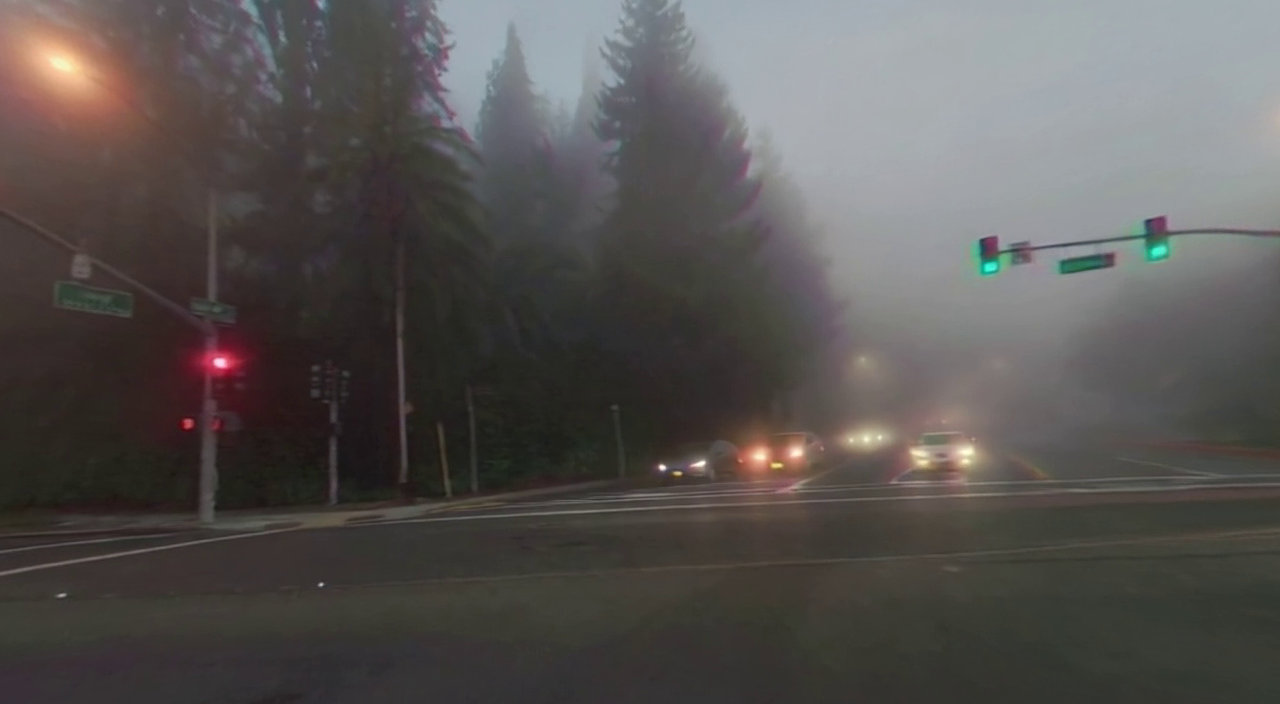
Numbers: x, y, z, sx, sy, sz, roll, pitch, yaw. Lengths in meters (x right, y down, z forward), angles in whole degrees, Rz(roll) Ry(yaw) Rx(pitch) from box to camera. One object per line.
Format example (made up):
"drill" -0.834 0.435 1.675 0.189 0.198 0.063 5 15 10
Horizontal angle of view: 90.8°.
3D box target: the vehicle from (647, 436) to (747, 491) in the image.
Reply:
"vehicle" 2.226 4.076 23.475 2.241 1.819 4.690 -4 -9 24

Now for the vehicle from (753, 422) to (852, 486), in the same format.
"vehicle" 5.968 3.615 22.645 2.479 1.977 5.254 -4 -9 24

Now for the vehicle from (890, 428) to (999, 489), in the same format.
"vehicle" 8.479 2.998 18.069 2.174 1.477 4.805 -4 -9 19
